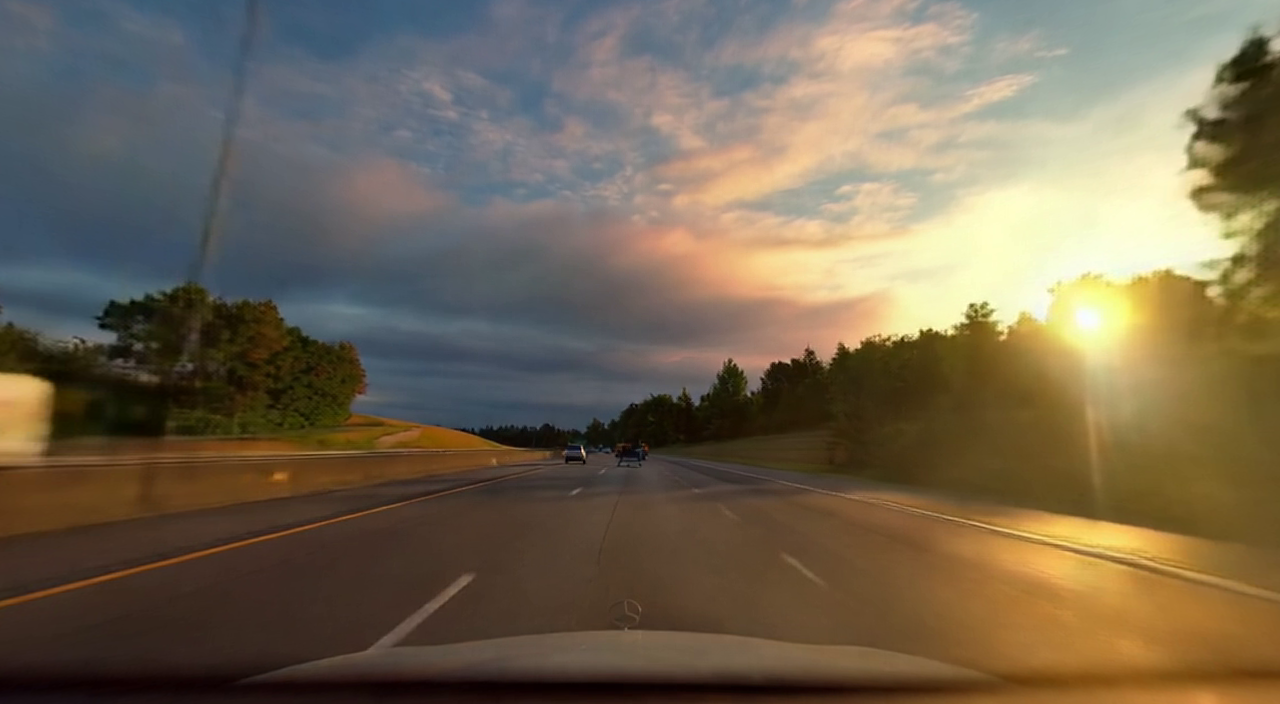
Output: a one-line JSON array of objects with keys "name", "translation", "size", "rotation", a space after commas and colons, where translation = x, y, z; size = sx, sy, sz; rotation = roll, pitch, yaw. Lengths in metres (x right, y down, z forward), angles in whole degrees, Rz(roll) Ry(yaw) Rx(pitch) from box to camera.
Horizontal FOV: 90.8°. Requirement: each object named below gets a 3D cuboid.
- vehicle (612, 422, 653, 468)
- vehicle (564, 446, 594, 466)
[{"name": "vehicle", "translation": [-0.610, 6.701, 45.479], "size": [2.672, 3.056, 6.900], "rotation": [0, -9, -2]}, {"name": "vehicle", "translation": [-4.649, 7.965, 48.557], "size": [1.991, 1.484, 4.110], "rotation": [0, -9, -1]}]
